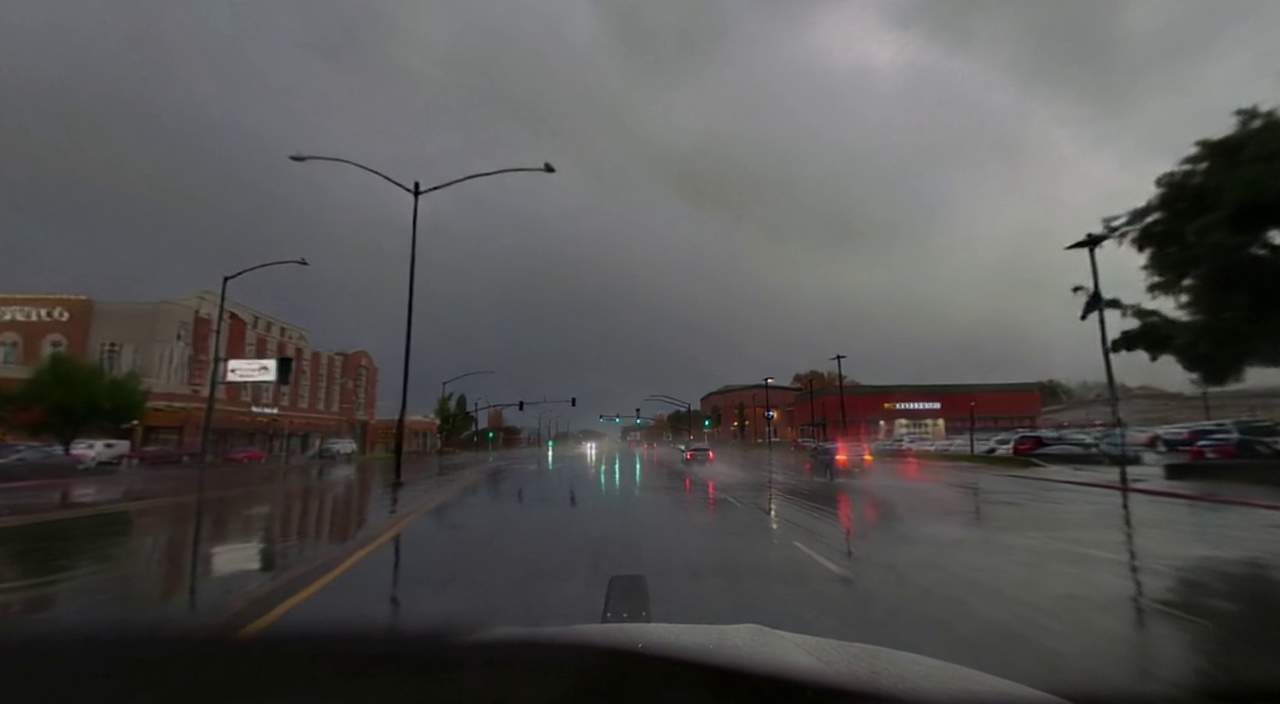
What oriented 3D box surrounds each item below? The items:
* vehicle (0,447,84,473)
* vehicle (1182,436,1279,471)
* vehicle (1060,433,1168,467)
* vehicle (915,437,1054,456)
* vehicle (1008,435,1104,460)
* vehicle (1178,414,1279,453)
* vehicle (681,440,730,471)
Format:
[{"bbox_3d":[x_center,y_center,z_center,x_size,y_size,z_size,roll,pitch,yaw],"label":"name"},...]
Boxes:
[{"bbox_3d":[-35.826,6.385,37.552,1.684,1.432,4.140,0,-8,-2],"label":"vehicle"},{"bbox_3d":[26.185,4.282,26.690,4.691,1.436,1.988,1,-9,-4],"label":"vehicle"},{"bbox_3d":[25.897,5.330,34.483,4.544,1.474,1.772,-3,-7,-5],"label":"vehicle"},{"bbox_3d":[25.550,7.135,47.752,2.870,1.165,10.713,-1,-8,-12],"label":"vehicle"},{"bbox_3d":[26.113,5.990,39.674,4.726,1.515,1.914,0,-9,-3],"label":"vehicle"},{"bbox_3d":[38.132,5.076,38.875,2.372,2.254,6.893,5,-10,-30],"label":"vehicle"},{"bbox_3d":[3.422,5.540,33.826,2.038,1.528,4.259,0,-8,-2],"label":"vehicle"}]
